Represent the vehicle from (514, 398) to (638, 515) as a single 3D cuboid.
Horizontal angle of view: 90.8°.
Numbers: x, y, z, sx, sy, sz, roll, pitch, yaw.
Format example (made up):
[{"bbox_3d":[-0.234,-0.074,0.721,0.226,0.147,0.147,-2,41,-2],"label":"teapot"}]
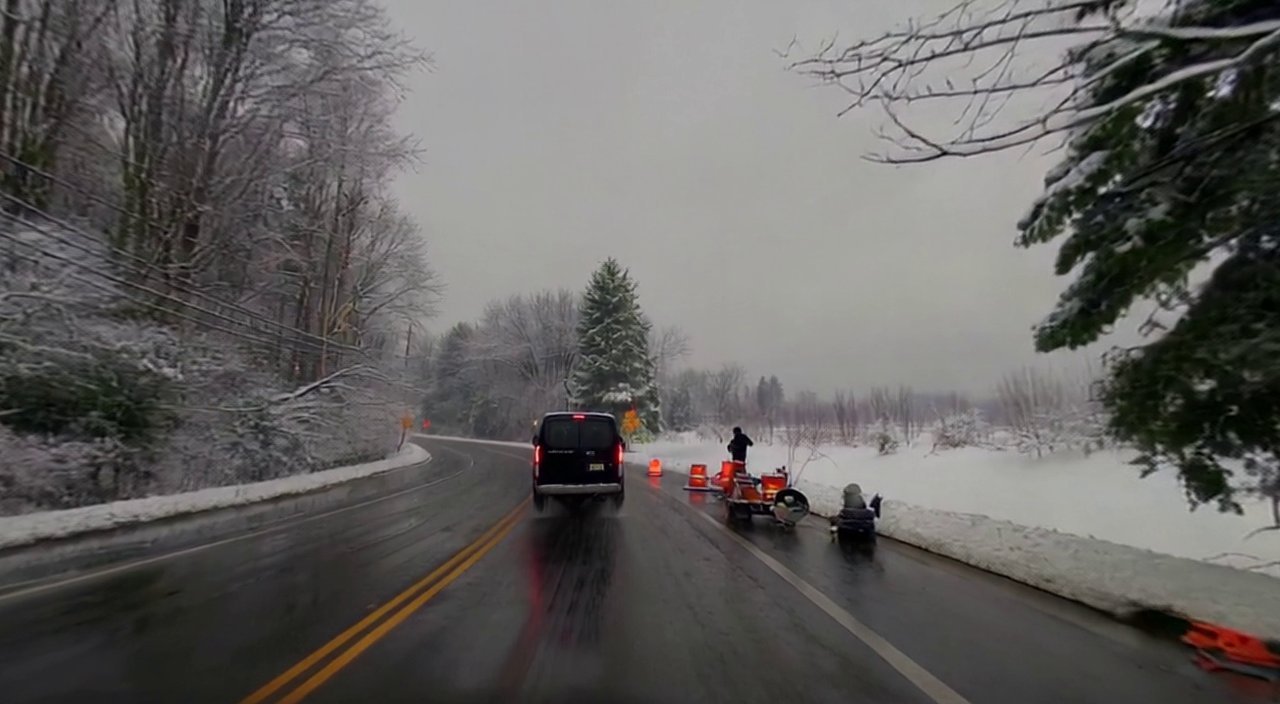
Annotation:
[{"bbox_3d":[-1.337,2.383,14.699,2.362,2.223,4.892,0,-9,-3],"label":"vehicle"}]
